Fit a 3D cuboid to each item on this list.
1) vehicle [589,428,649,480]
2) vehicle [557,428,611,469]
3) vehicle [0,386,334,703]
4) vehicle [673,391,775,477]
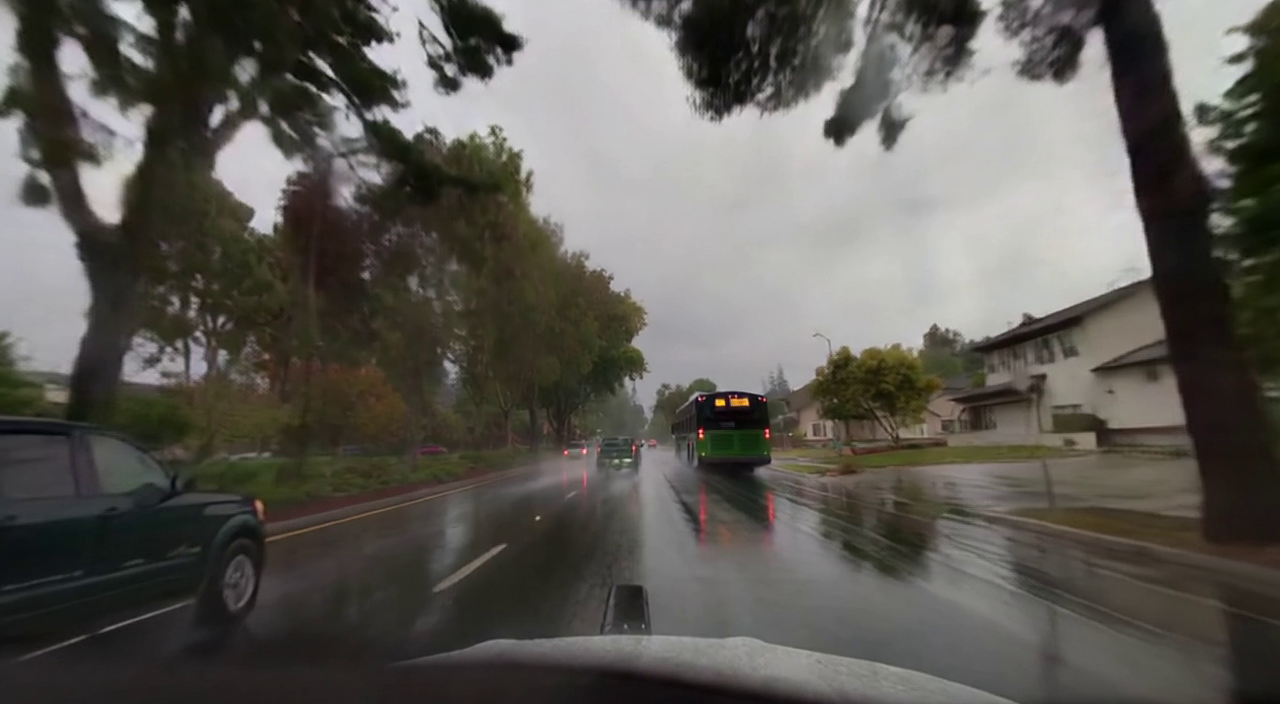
[{"bbox_3d":[-0.735,4.069,25.429,2.074,1.849,5.137,-1,-8,2],"label":"vehicle"},{"bbox_3d":[-3.059,5.428,35.611,2.513,2.066,5.820,0,-8,0],"label":"vehicle"},{"bbox_3d":[-3.945,1.039,3.533,2.109,1.543,4.535,0,-8,1],"label":"vehicle"},{"bbox_3d":[3.518,4.026,30.212,3.059,3.264,12.623,0,-8,0],"label":"vehicle"}]
